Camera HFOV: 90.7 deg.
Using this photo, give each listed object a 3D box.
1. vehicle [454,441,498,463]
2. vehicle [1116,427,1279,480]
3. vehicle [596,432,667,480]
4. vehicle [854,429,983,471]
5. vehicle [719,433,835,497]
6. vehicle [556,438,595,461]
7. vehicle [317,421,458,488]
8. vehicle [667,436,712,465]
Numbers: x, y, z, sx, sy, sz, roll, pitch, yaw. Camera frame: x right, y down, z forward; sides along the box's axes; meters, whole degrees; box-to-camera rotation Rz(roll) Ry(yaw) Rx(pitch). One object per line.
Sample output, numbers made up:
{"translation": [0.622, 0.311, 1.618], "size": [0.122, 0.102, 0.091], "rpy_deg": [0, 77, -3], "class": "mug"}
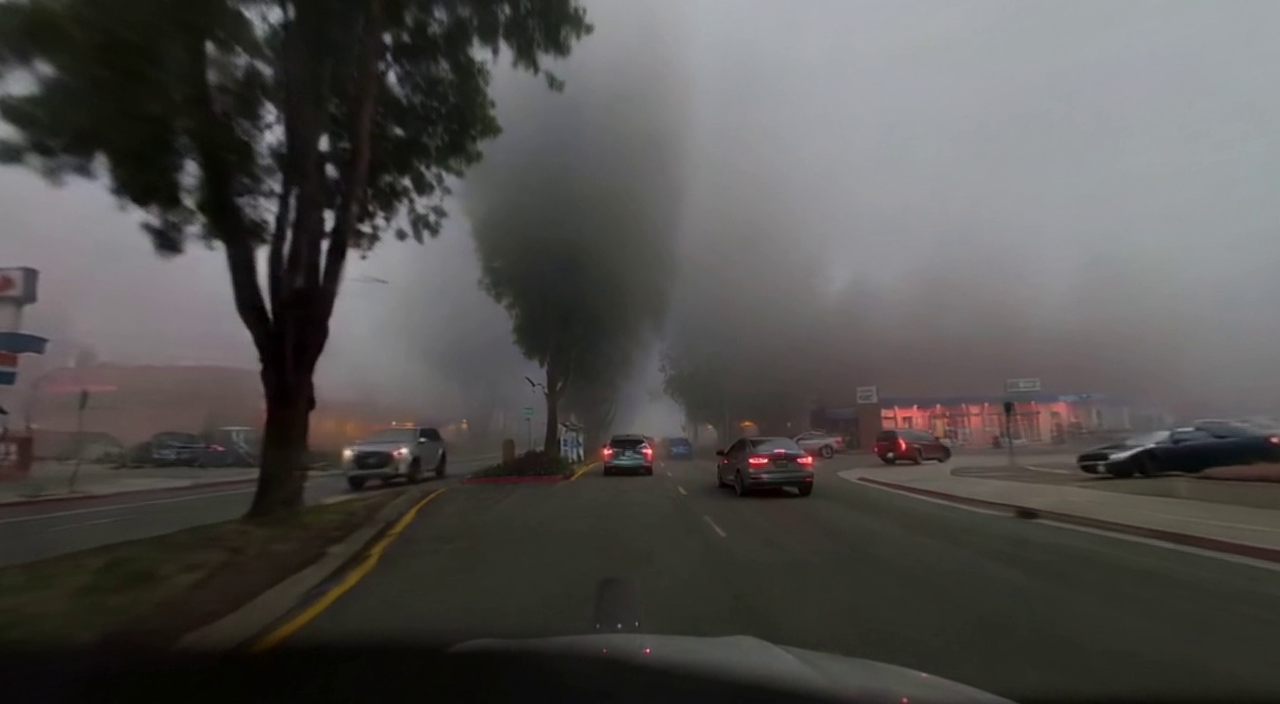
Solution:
{"translation": [-11.653, 7.124, 45.166], "size": [1.919, 1.497, 4.565], "rpy_deg": [0, -8, 0], "class": "vehicle"}
{"translation": [17.521, 3.158, 19.895], "size": [1.772, 1.478, 4.381], "rpy_deg": [0, -8, 2], "class": "vehicle"}
{"translation": [-0.282, 3.581, 22.097], "size": [2.232, 1.508, 4.319], "rpy_deg": [0, -8, -1], "class": "vehicle"}
{"translation": [11.401, 4.026, 26.115], "size": [4.291, 1.652, 2.122], "rpy_deg": [1, -8, -7], "class": "vehicle"}
{"translation": [3.454, 2.927, 16.859], "size": [2.060, 1.471, 4.168], "rpy_deg": [0, -8, -1], "class": "vehicle"}
{"translation": [-4.415, 6.709, 43.745], "size": [2.129, 1.459, 4.358], "rpy_deg": [0, -8, 2], "class": "vehicle"}
{"translation": [-8.257, 3.428, 21.491], "size": [2.320, 1.949, 5.755], "rpy_deg": [0, -8, 1], "class": "vehicle"}
{"translation": [2.732, 5.539, 35.773], "size": [2.098, 1.527, 3.966], "rpy_deg": [0, -8, -2], "class": "vehicle"}
